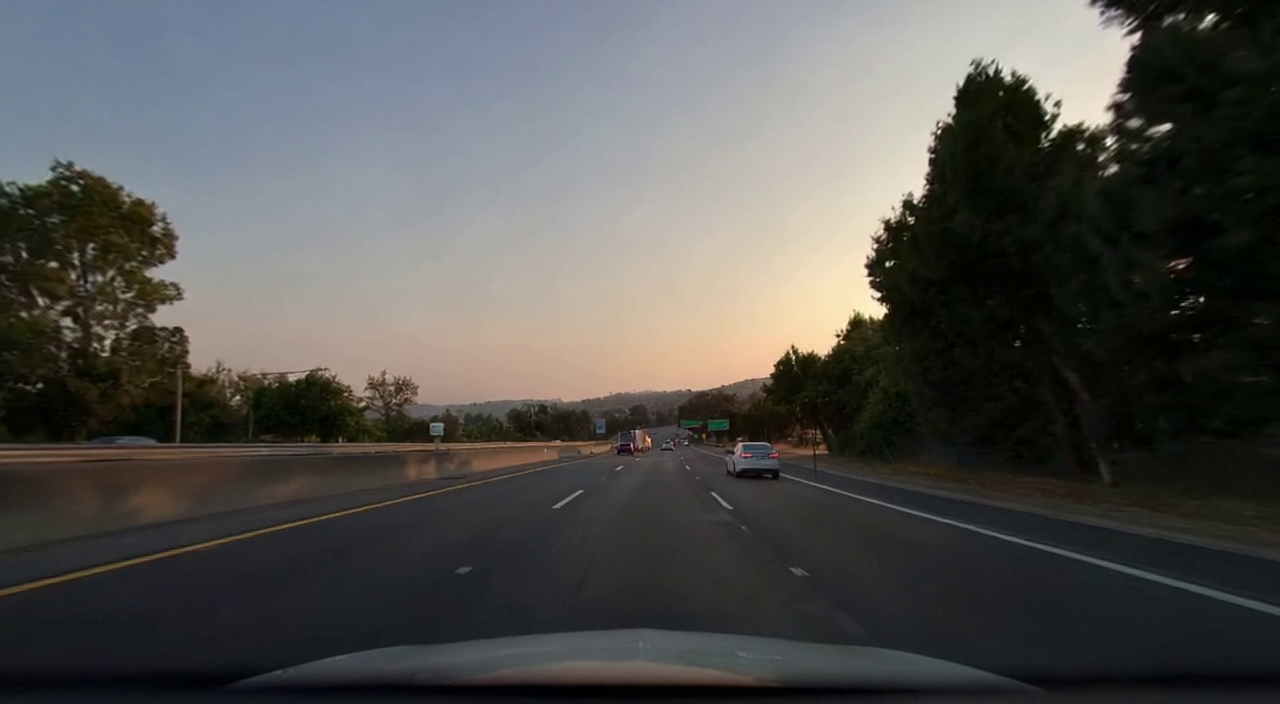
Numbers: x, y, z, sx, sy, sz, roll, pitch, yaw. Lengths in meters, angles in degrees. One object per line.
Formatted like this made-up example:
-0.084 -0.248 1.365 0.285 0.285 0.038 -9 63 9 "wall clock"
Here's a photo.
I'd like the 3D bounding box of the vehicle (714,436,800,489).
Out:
3.880 3.773 21.767 2.085 1.594 4.848 0 -9 0 "vehicle"
